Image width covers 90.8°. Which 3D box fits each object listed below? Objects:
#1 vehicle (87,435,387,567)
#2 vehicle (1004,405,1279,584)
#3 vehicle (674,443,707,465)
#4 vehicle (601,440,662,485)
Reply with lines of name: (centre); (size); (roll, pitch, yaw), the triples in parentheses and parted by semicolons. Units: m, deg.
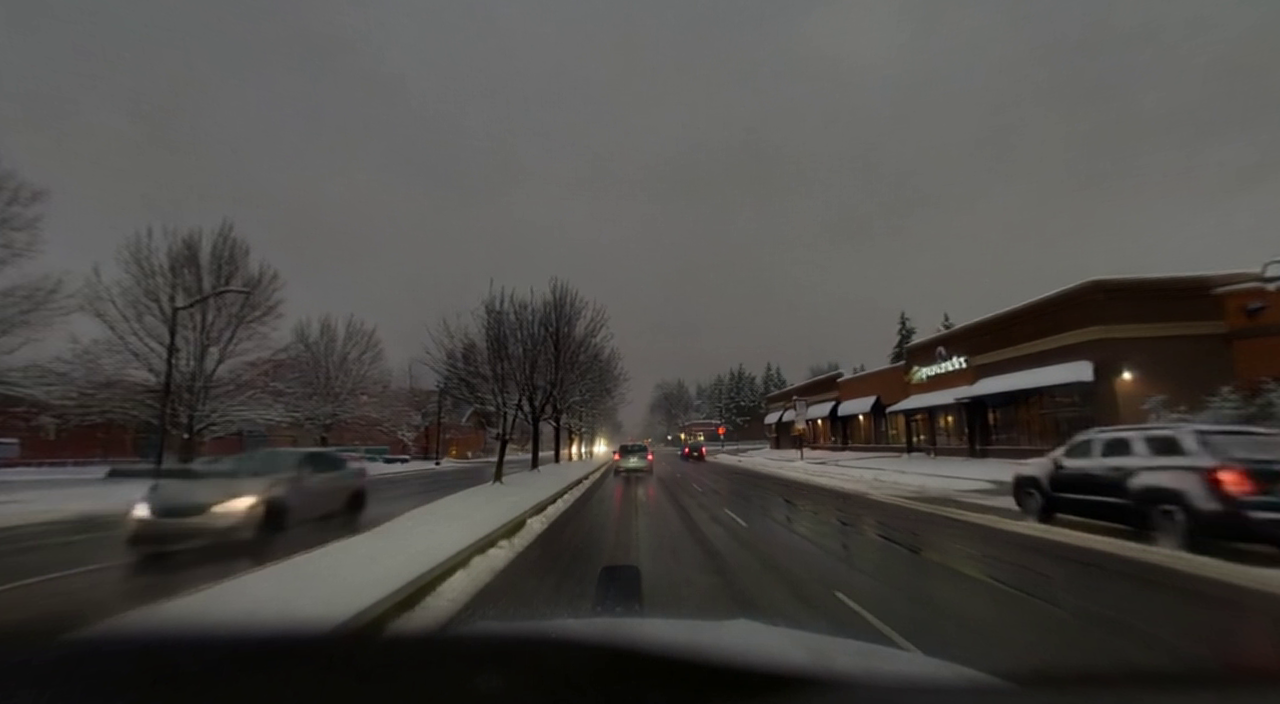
vehicle: (-5.616, 2.074, 9.594); (1.999, 1.531, 4.011); (0, -9, -2)
vehicle: (7.627, 1.790, 8.744); (2.165, 1.787, 5.231); (-1, -9, 2)
vehicle: (3.535, 7.255, 45.109); (1.910, 1.474, 4.003); (0, -9, -1)
vehicle: (-0.311, 3.919, 22.658); (2.006, 1.487, 3.535); (0, -9, -1)
